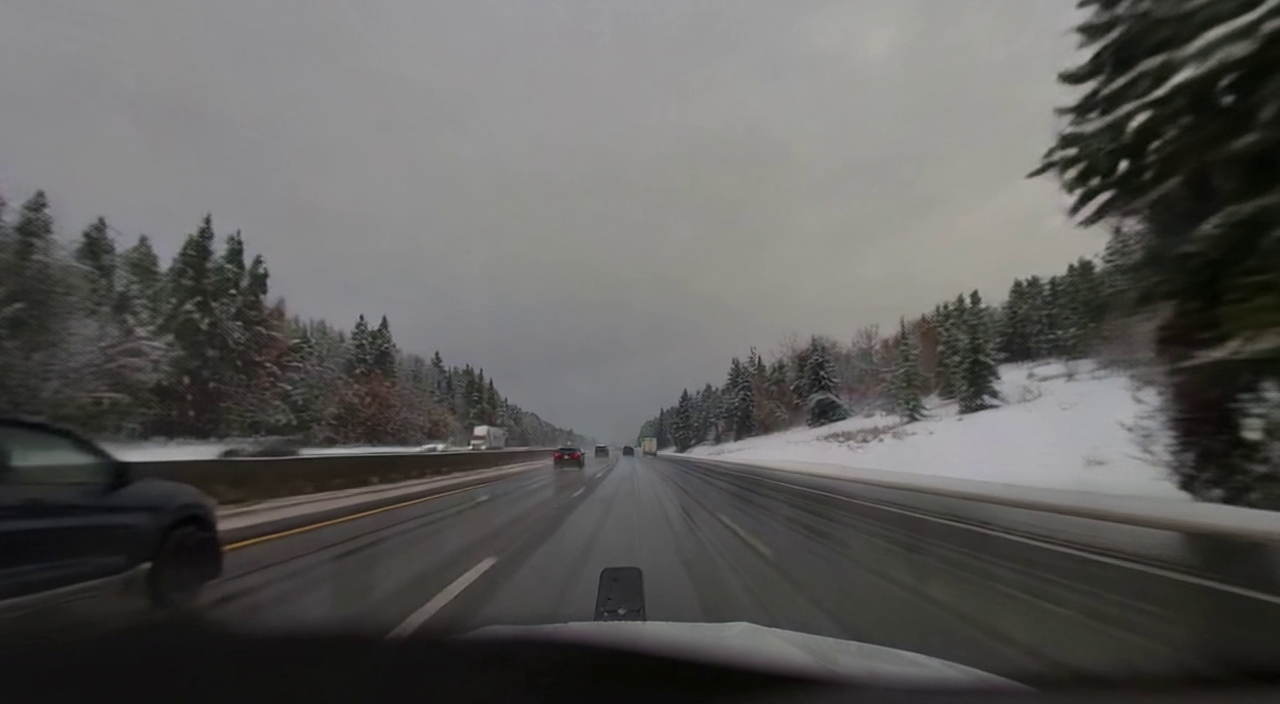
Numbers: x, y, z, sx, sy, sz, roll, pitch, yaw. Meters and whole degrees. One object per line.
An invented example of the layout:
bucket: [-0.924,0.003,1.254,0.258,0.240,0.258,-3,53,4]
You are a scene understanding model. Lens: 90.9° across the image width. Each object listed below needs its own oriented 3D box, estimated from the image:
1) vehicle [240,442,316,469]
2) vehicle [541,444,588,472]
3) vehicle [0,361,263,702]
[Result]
vehicle: [-21.206,6.082,37.135,1.792,1.455,4.561,0,-9,0]
vehicle: [-4.228,6.022,35.922,2.169,1.473,4.631,0,-9,-1]
vehicle: [-4.221,0.858,2.922,2.108,1.666,4.558,0,-9,0]
